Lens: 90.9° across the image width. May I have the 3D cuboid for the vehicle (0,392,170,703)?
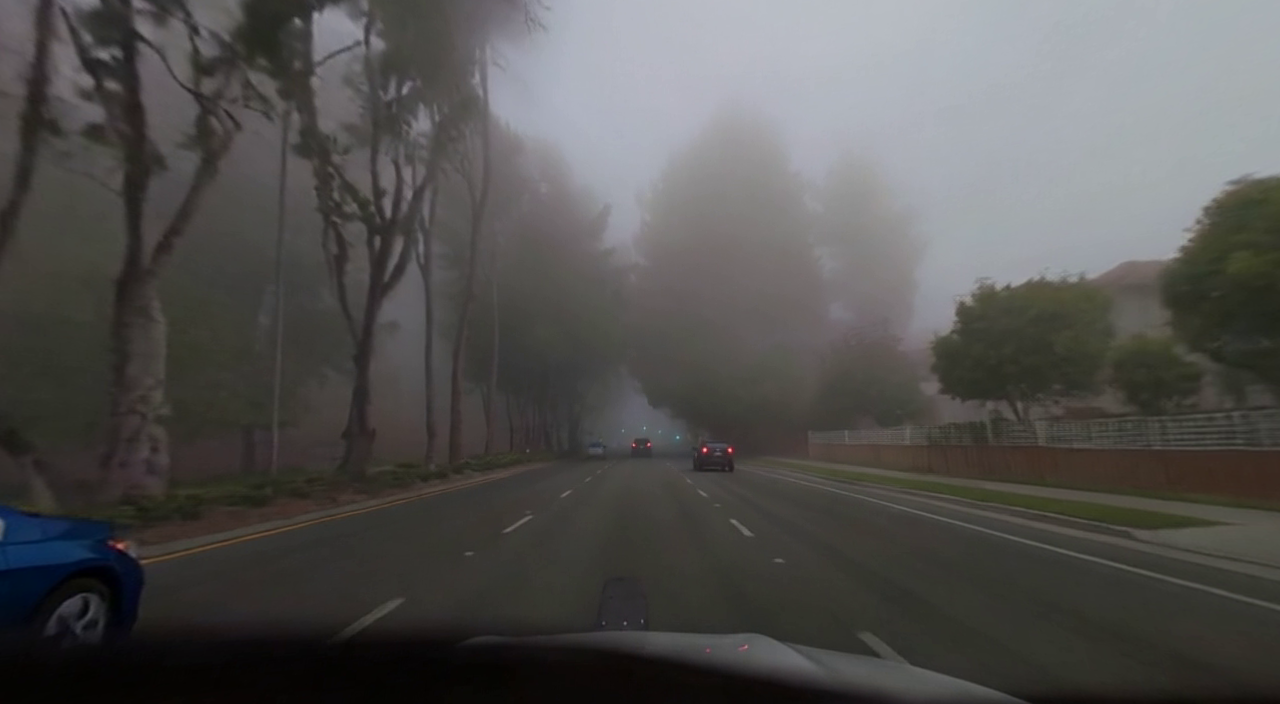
[{"bbox_3d":[-3.730,0.685,0.974,2.091,1.503,4.989,0,-8,1],"label":"vehicle"}]

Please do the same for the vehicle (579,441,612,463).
[{"bbox_3d":[-3.015,6.877,43.533,1.940,1.473,4.133,0,-8,1],"label":"vehicle"}]

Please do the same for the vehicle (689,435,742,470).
[{"bbox_3d":[3.817,5.170,32.642,2.182,1.688,4.187,0,-8,-1],"label":"vehicle"}]
